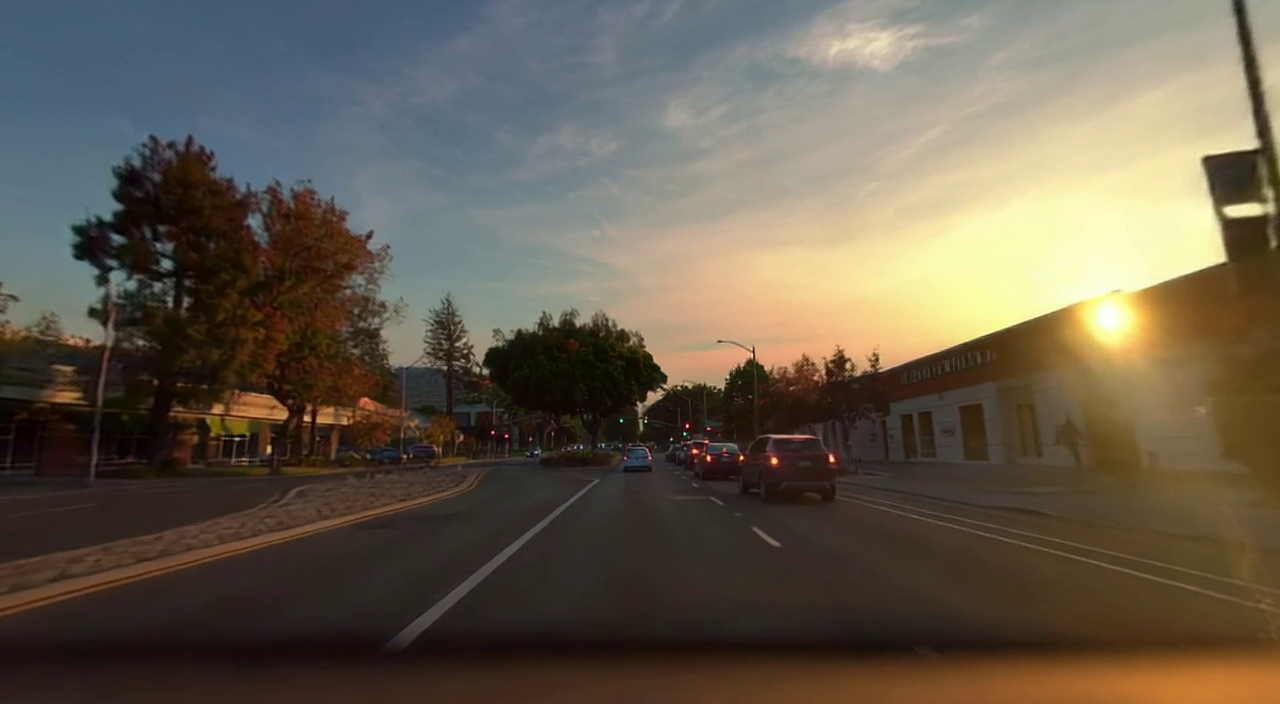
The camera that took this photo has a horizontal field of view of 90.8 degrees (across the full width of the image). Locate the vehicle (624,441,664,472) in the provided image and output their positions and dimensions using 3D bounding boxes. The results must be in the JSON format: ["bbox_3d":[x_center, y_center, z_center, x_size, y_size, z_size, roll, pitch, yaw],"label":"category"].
[{"bbox_3d":[0.161,5.667,34.356,2.023,1.532,3.891,0,-9,-1],"label":"vehicle"}]

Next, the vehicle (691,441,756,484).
[{"bbox_3d":[3.116,4.241,24.548,1.864,1.484,4.662,0,-9,0],"label":"vehicle"}]

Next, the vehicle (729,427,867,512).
[{"bbox_3d":[3.466,2.665,14.761,2.085,1.668,4.077,0,-9,-1],"label":"vehicle"}]
